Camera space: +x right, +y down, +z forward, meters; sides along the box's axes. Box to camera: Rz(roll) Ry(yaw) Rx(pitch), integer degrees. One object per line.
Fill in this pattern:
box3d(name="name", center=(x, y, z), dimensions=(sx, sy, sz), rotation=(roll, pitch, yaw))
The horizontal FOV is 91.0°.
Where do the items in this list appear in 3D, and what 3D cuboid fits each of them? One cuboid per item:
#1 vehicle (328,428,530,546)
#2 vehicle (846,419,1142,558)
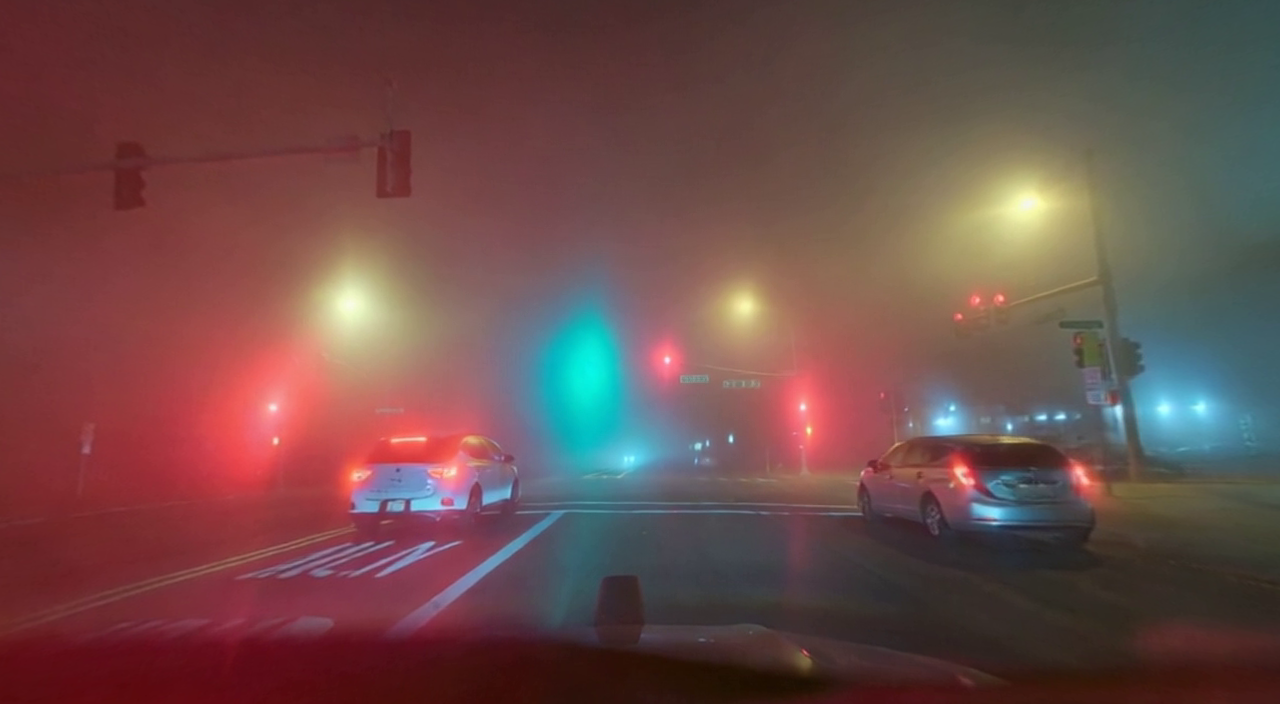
box3d(name="vehicle", center=(-3.319, 2.204, 10.944), dimensions=(1.947, 1.627, 4.248), rotation=(0, -9, 1))
box3d(name="vehicle", center=(5.009, 1.993, 9.883), dimensions=(2.039, 1.655, 4.495), rotation=(0, -9, 1))
